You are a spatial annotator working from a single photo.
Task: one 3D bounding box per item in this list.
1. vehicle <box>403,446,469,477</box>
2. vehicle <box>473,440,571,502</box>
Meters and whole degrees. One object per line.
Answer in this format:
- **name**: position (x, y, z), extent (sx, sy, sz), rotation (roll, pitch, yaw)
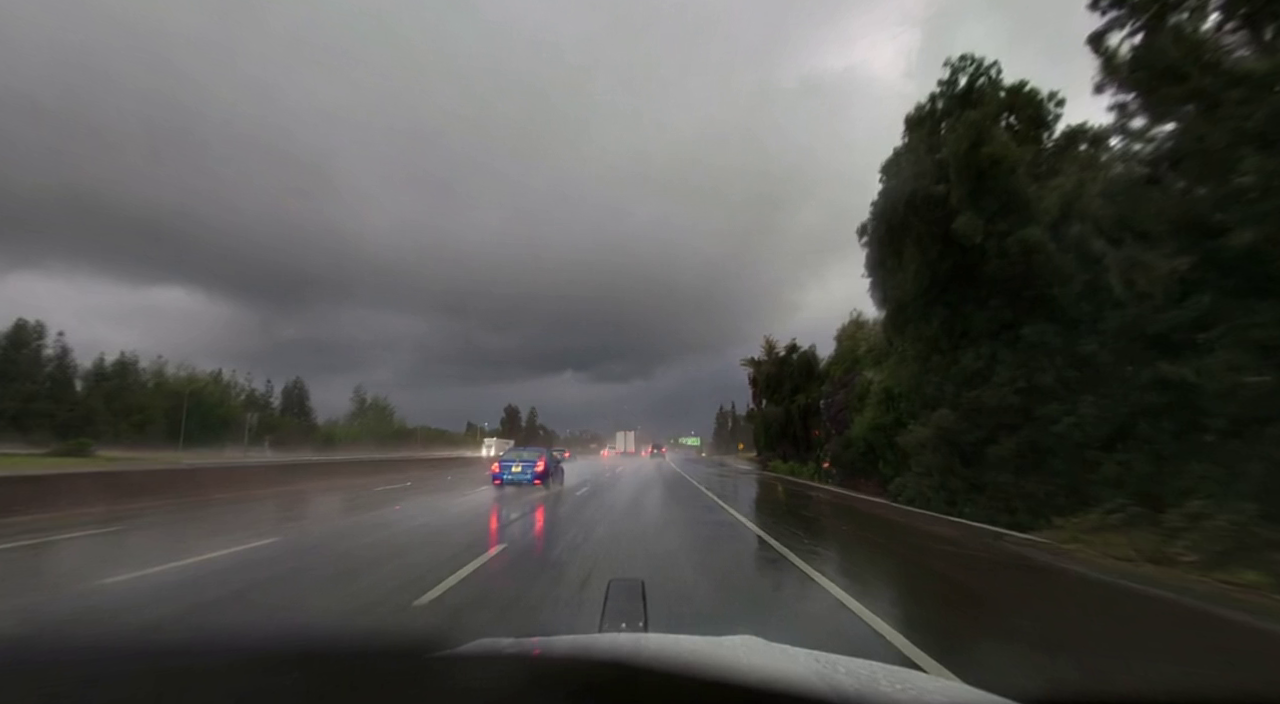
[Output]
- **vehicle**: position (-10.628, 5.703, 33.252), extent (1.888, 1.481, 4.477), rotation (-1, -8, 2)
- **vehicle**: position (-3.151, 3.235, 17.577), extent (1.953, 1.511, 3.704), rotation (0, -8, 1)
